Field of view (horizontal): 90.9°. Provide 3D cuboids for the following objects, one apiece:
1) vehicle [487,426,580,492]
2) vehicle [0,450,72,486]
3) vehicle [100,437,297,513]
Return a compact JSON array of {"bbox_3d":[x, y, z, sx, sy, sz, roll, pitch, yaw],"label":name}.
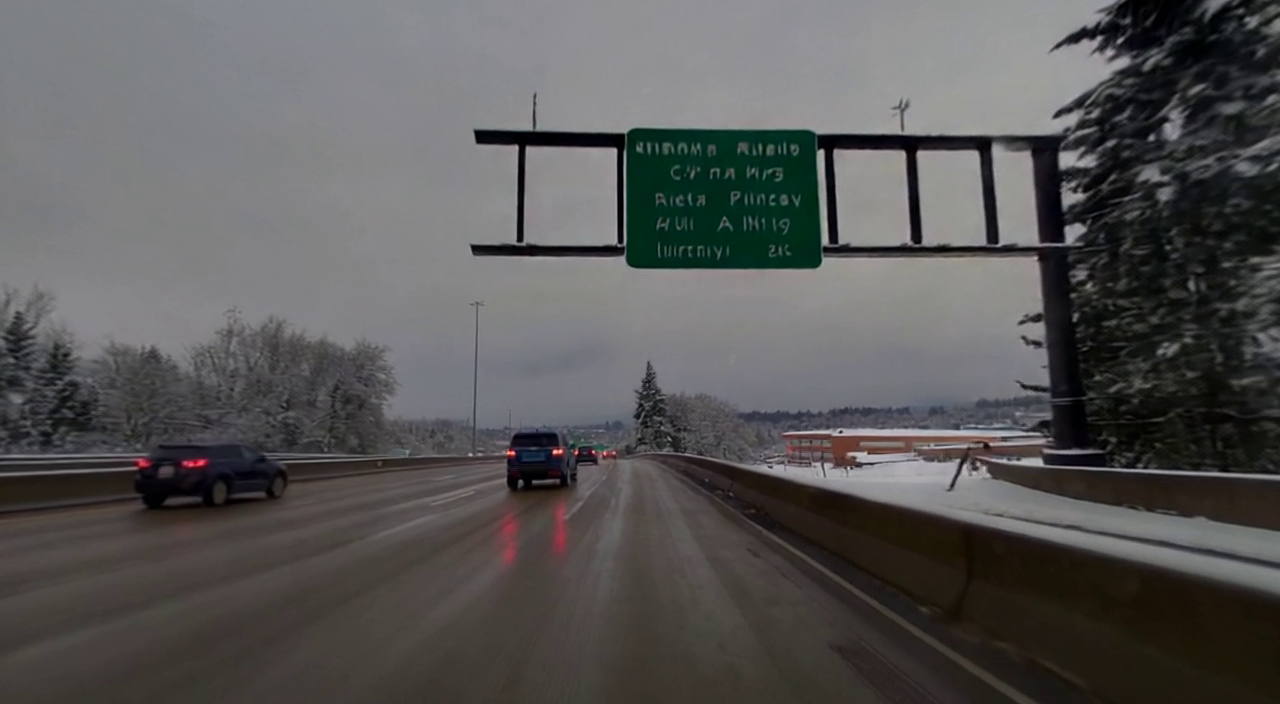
[{"bbox_3d":[-3.500,3.660,21.923,2.301,1.985,5.247,0,-8,0],"label":"vehicle"},{"bbox_3d":[-30.784,5.645,30.897,1.826,1.651,4.480,0,-8,-2],"label":"vehicle"},{"bbox_3d":[-11.053,3.051,16.285,1.919,1.665,4.394,0,-8,-1],"label":"vehicle"}]
